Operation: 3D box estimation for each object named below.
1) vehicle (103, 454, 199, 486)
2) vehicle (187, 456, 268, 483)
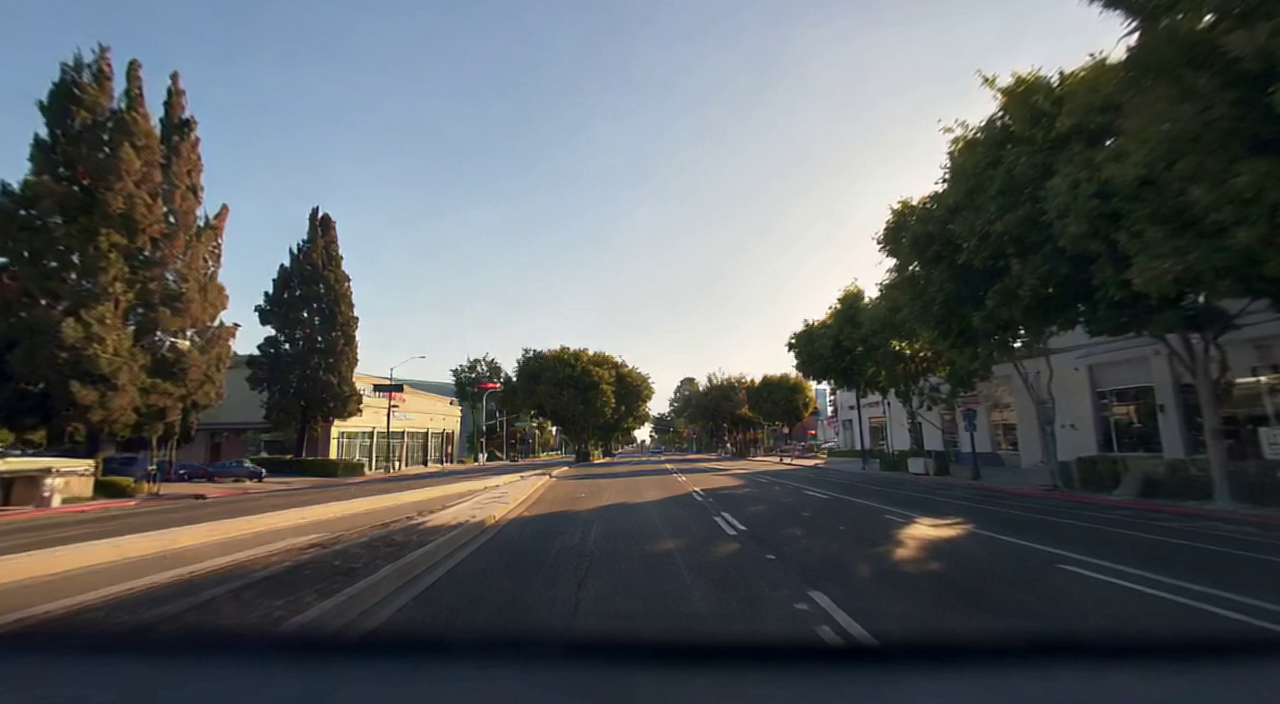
[{"bbox_3d":[-30.315,7.298,39.391,2.101,1.733,4.689,0,-8,2],"label":"vehicle"},{"bbox_3d":[-25.462,7.254,39.191,1.908,1.502,4.584,0,-8,0],"label":"vehicle"}]
